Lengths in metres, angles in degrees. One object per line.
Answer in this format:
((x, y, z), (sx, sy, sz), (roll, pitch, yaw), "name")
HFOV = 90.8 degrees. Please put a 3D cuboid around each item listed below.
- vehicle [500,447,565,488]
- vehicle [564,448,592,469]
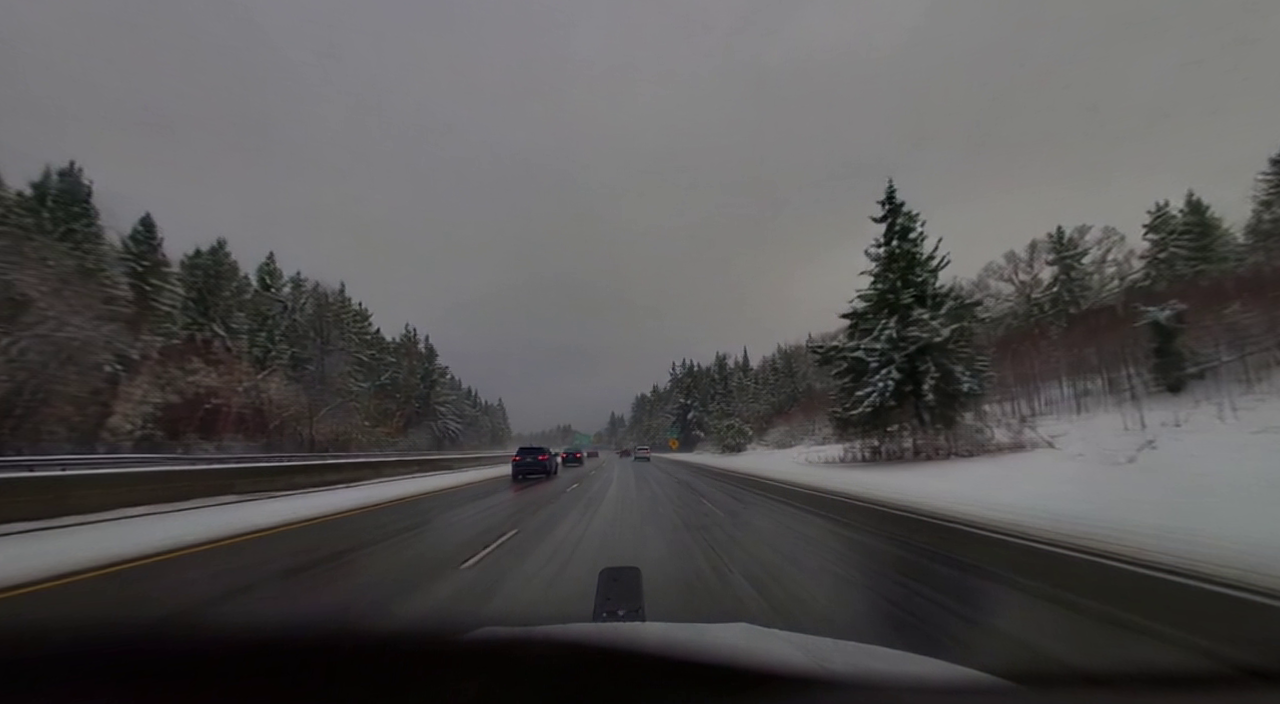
((-4.177, 4.528, 25.081), (1.897, 1.481, 3.859), (0, -9, 0), "vehicle")
((-4.761, 8.241, 49.010), (1.838, 1.508, 4.317), (0, -9, -1), "vehicle")
